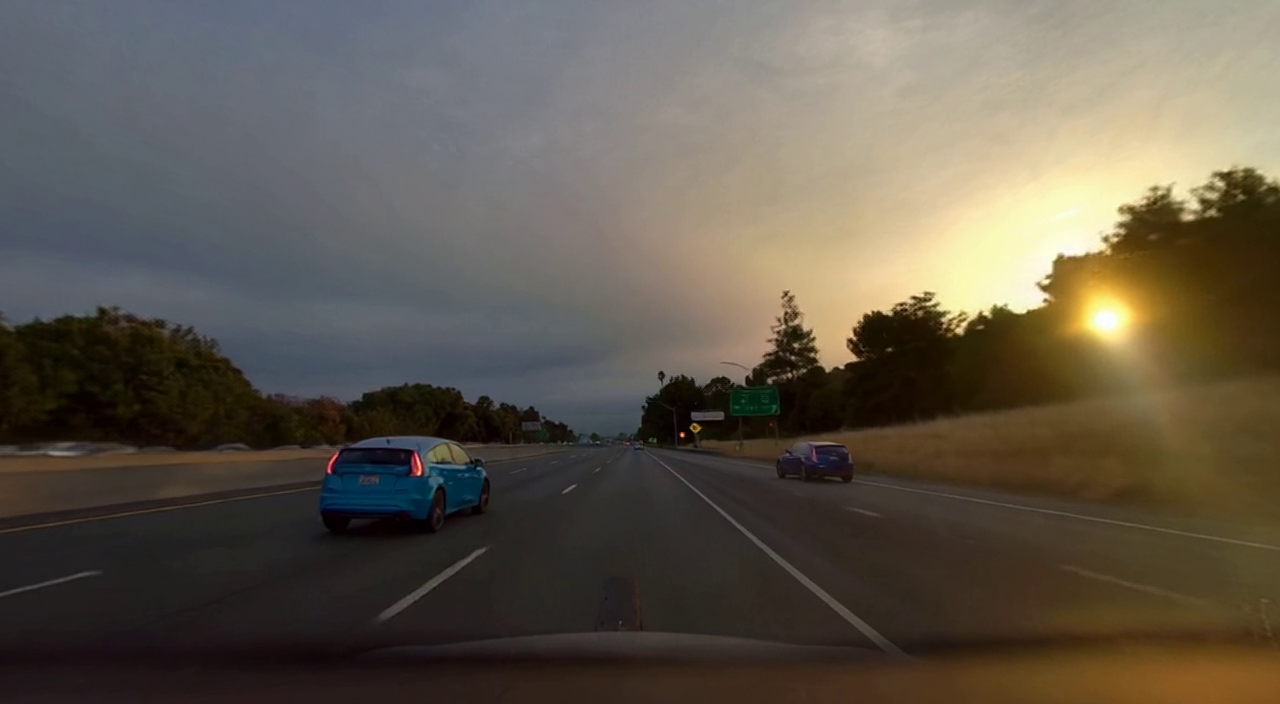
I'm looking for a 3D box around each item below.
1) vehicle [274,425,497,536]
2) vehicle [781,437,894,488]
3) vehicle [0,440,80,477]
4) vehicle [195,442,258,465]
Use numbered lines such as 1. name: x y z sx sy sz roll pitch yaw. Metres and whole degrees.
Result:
1. vehicle: -4.029 2.109 10.966 1.987 1.516 4.478 0 -9 0
2. vehicle: 6.374 3.620 21.028 2.049 1.481 4.774 1 -9 -2
3. vehicle: -32.717 5.541 32.892 2.000 1.799 5.295 0 -9 0
4. vehicle: -32.478 7.954 49.607 1.913 1.688 4.438 0 -9 -1
